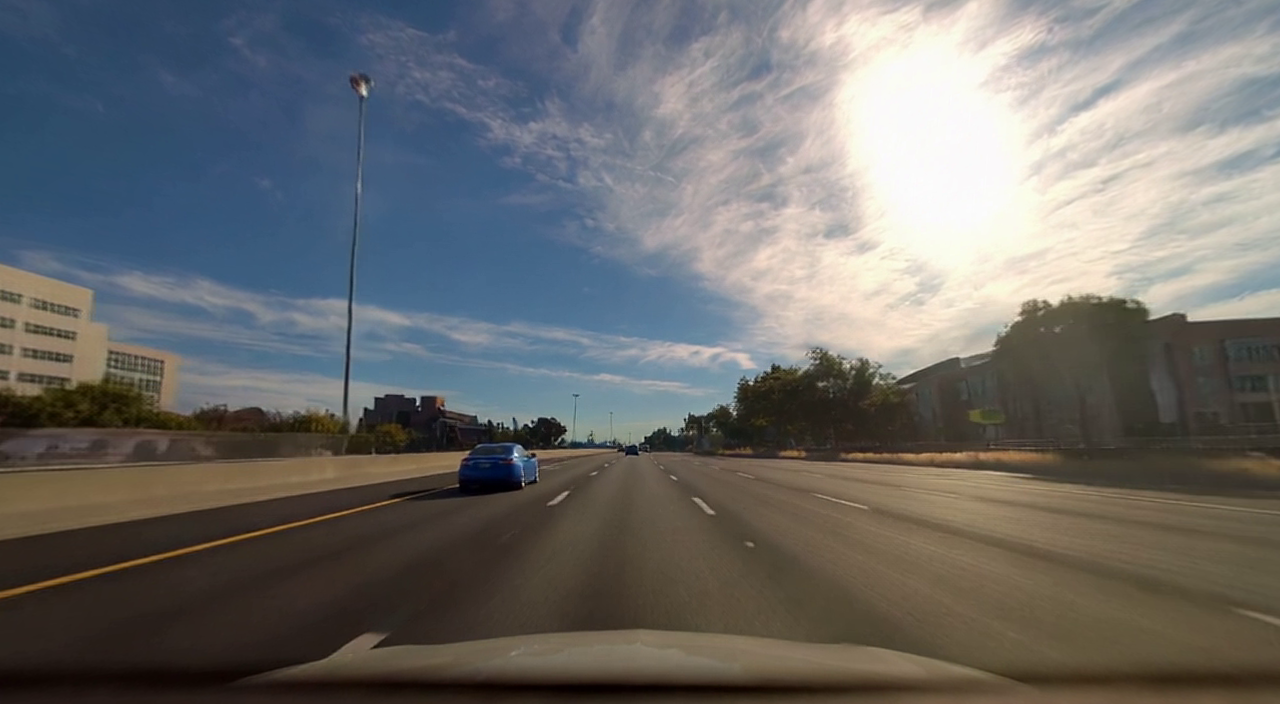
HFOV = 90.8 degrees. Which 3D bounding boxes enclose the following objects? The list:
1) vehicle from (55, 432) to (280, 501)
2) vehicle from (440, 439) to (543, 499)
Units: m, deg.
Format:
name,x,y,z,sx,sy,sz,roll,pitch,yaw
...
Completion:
name,x,y,z,sx,sy,sz,roll,pitch,yaw
vehicle,-13.788,3.371,19.155,2.275,1.743,5.937,0,-9,0
vehicle,-4.094,3.293,18.199,1.900,1.492,4.495,0,-9,0
